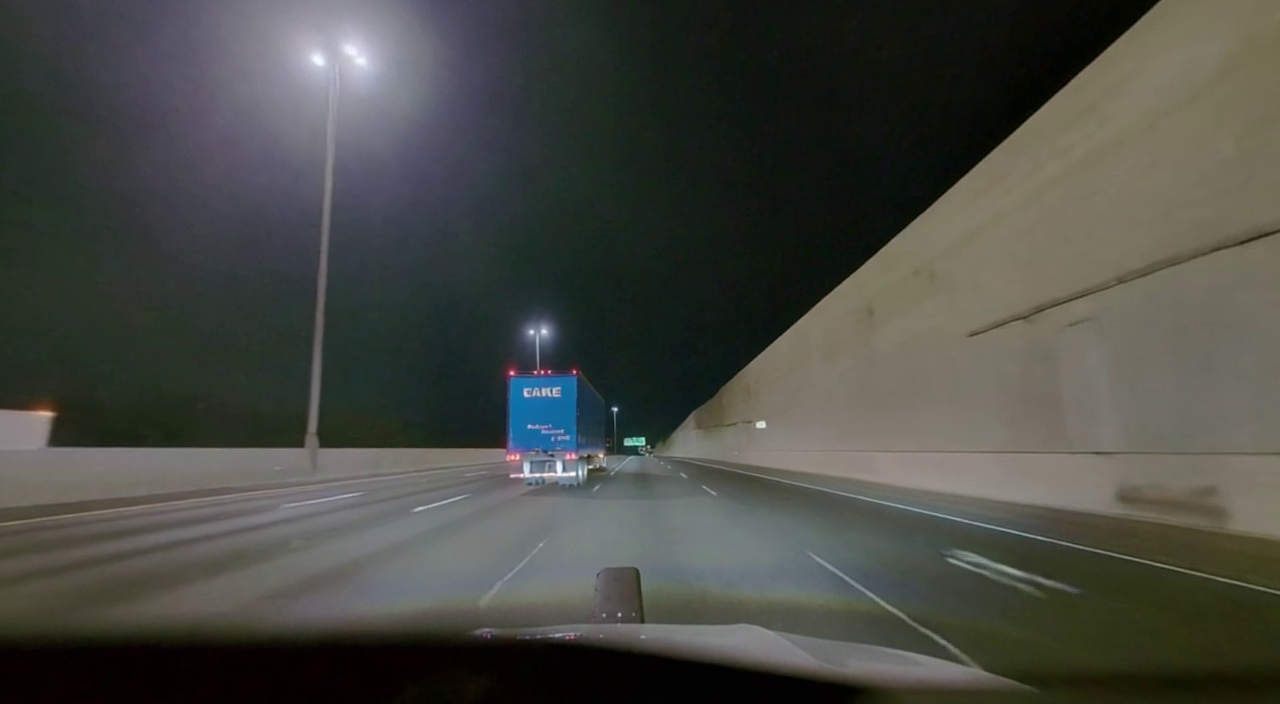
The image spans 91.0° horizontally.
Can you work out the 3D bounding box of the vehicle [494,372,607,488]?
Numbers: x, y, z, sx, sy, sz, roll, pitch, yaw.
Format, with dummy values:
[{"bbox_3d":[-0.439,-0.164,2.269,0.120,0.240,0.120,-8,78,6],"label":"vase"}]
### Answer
[{"bbox_3d":[-3.337,3.509,27.162,3.059,3.956,11.036,0,-9,1],"label":"vehicle"}]
